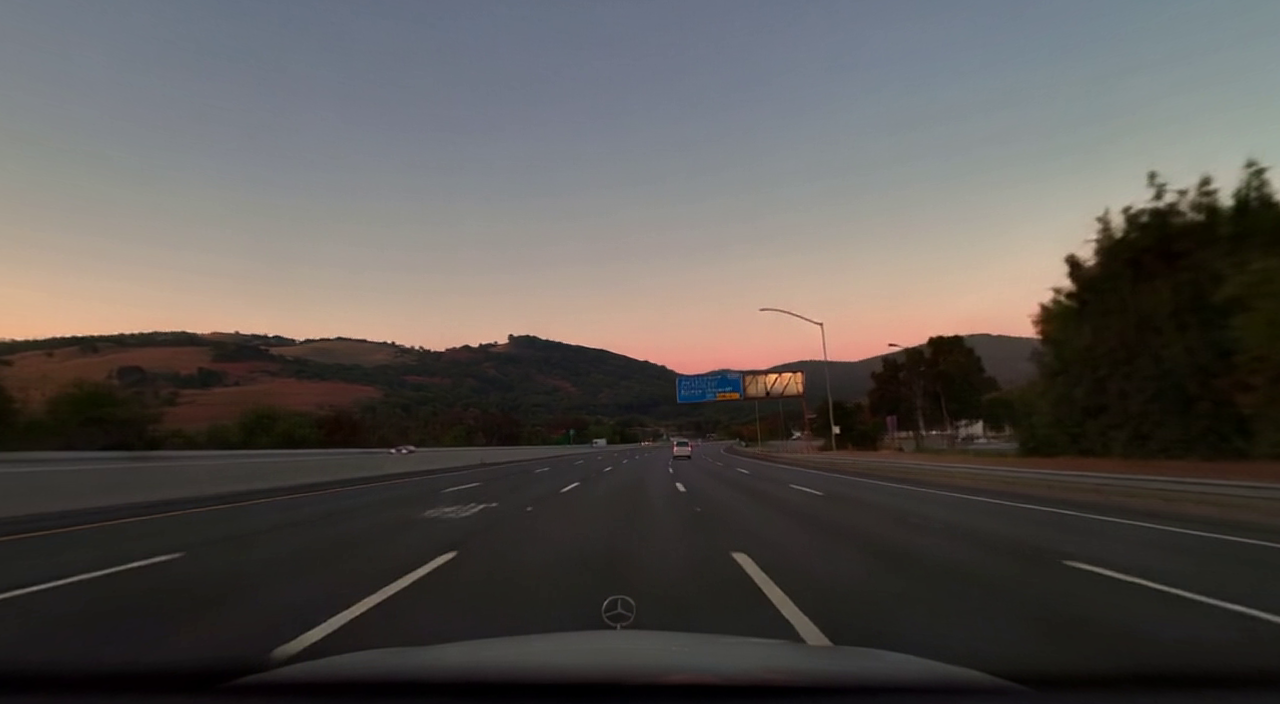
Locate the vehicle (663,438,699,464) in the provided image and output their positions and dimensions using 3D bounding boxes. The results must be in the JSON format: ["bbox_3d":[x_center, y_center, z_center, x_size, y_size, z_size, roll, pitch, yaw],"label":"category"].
[{"bbox_3d":[2.881,7.125,45.502,2.224,1.738,4.376,0,-8,-1],"label":"vehicle"}]
